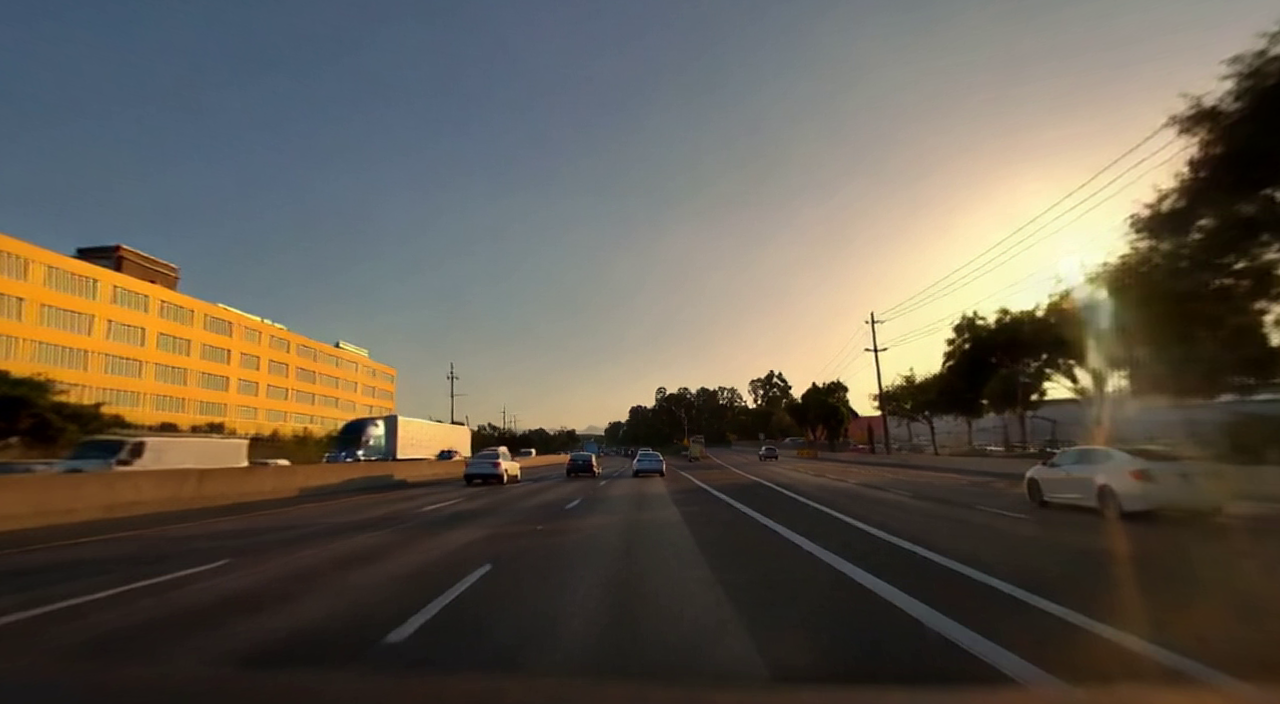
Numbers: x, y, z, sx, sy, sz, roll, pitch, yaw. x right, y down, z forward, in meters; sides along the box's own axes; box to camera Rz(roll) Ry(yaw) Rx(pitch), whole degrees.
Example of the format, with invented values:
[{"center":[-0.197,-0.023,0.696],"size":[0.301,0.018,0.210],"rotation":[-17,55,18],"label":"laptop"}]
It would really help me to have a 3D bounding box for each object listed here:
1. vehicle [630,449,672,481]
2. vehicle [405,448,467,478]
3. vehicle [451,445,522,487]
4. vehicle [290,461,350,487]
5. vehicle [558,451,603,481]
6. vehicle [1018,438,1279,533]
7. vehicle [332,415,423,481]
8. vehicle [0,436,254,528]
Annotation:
[{"center":[0.576,6.091,34.249],"size":[2.107,1.538,3.999],"rotation":[-1,-8,0],"label":"vehicle"},{"center":[-12.862,6.991,40.197],"size":[2.249,1.715,5.424],"rotation":[-1,-8,-1],"label":"vehicle"},{"center":[-7.169,5.358,30.098],"size":[2.106,1.827,4.814],"rotation":[-1,-8,1],"label":"vehicle"},{"center":[-20.427,7.779,40.408],"size":[1.782,1.449,3.904],"rotation":[-1,-9,0],"label":"vehicle"},{"center":[-3.319,6.436,35.972],"size":[2.059,1.508,4.662],"rotation":[-1,-8,1],"label":"vehicle"},{"center":[9.717,2.481,12.436],"size":[1.966,1.484,4.610],"rotation":[-1,-8,5],"label":"vehicle"},{"center":[-16.886,6.252,41.210],"size":[2.969,3.910,6.683],"rotation":[-1,-8,0],"label":"vehicle"},{"center":[-13.010,3.185,16.312],"size":[2.283,1.915,5.774],"rotation":[-1,-8,1],"label":"vehicle"}]
